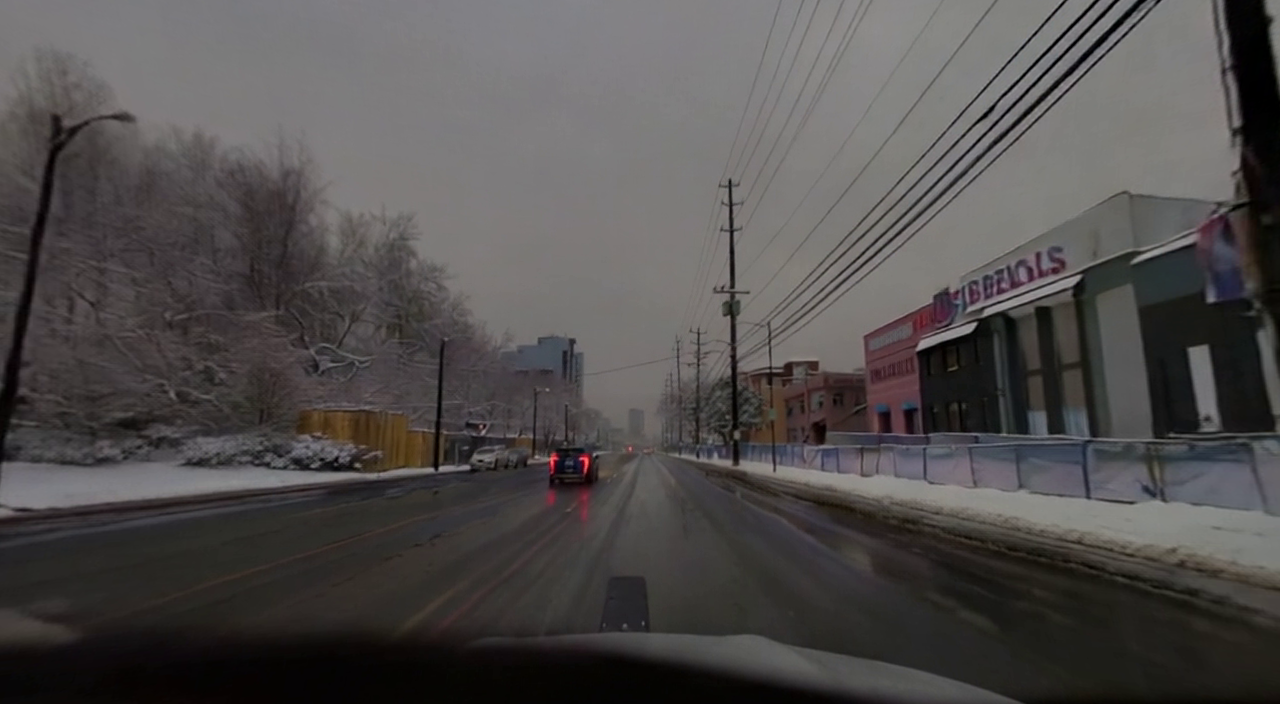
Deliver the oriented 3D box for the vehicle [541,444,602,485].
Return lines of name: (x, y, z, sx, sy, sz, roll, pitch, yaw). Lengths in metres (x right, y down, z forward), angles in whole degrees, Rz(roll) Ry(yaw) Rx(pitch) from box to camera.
vehicle: (-2.826, 4.775, 27.059, 2.036, 1.589, 4.549, 0, -9, 1)

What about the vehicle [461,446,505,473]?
vehicle: (-11.572, 7.905, 46.636, 2.052, 1.898, 4.253, -1, -9, 1)
